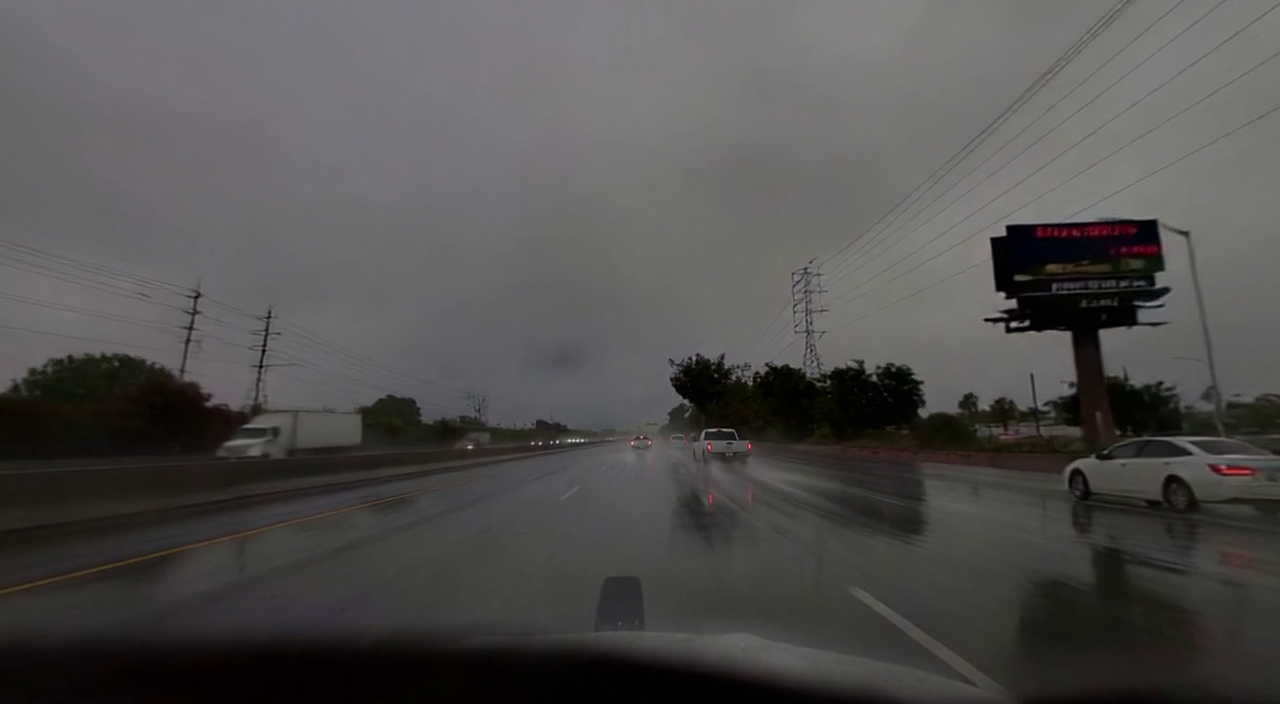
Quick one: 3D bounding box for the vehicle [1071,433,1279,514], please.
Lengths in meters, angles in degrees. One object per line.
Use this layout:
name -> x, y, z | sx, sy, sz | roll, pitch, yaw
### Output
vehicle -> 12.128, 2.563, 13.840 | 2.076, 1.470, 4.644 | 0, -8, 1

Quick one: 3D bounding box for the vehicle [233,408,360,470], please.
vehicle -> -24.635, 6.434, 46.238 | 2.978, 4.010, 11.230 | 0, -8, 0

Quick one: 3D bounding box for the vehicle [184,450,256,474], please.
vehicle -> -28.502, 7.438, 42.839 | 1.947, 1.483, 4.263 | 0, -8, 0
